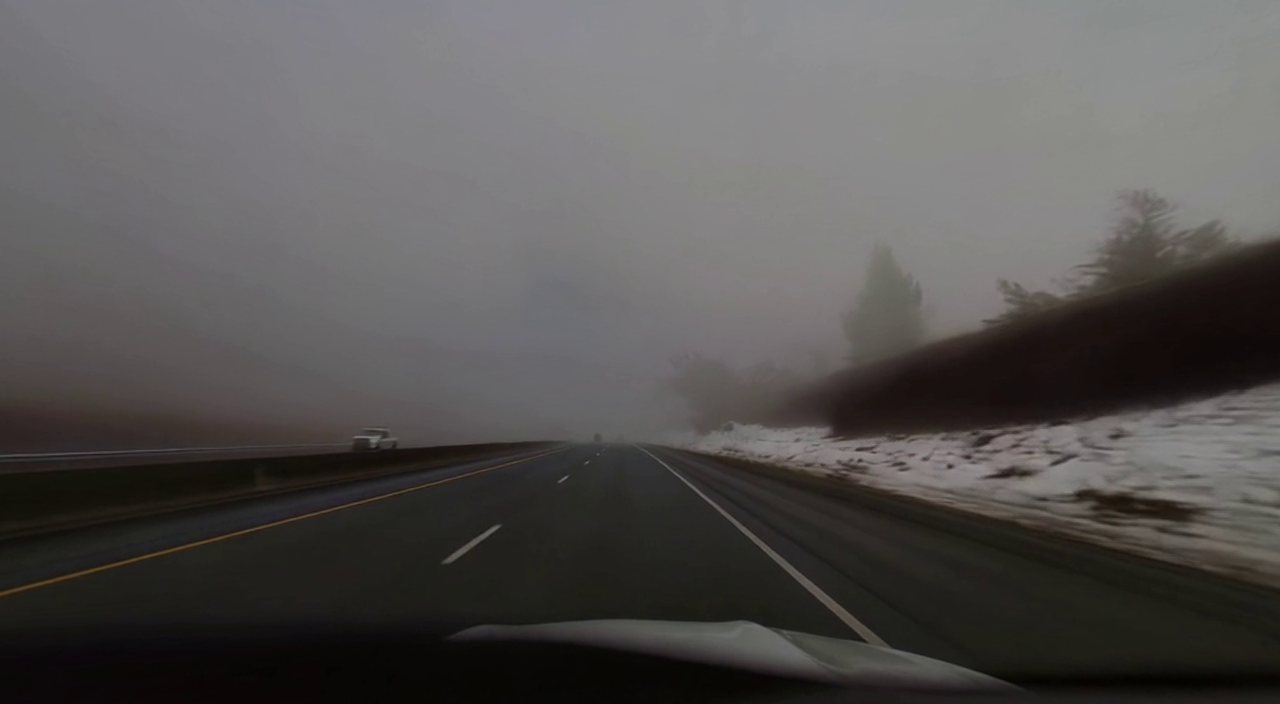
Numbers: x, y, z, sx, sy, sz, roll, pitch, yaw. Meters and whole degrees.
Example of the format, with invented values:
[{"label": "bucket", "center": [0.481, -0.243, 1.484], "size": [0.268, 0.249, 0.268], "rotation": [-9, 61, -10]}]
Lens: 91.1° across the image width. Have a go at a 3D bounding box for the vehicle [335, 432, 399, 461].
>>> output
[{"label": "vehicle", "center": [-15.467, 5.346, 35.843], "size": [1.853, 1.514, 3.922], "rotation": [0, -8, 0]}]
